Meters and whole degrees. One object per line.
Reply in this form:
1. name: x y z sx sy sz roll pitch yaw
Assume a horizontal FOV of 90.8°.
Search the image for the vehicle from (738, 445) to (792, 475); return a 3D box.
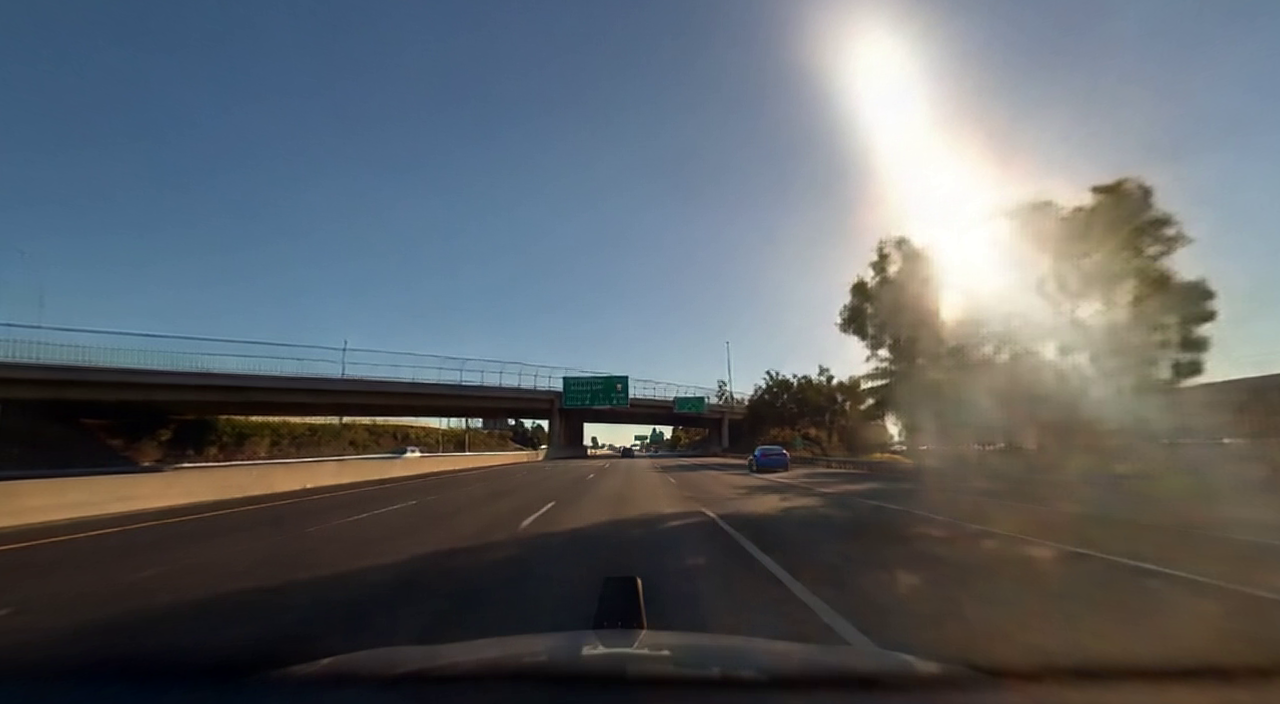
1. vehicle: 6.883 5.969 35.188 1.958 1.498 4.447 0 -8 -2
